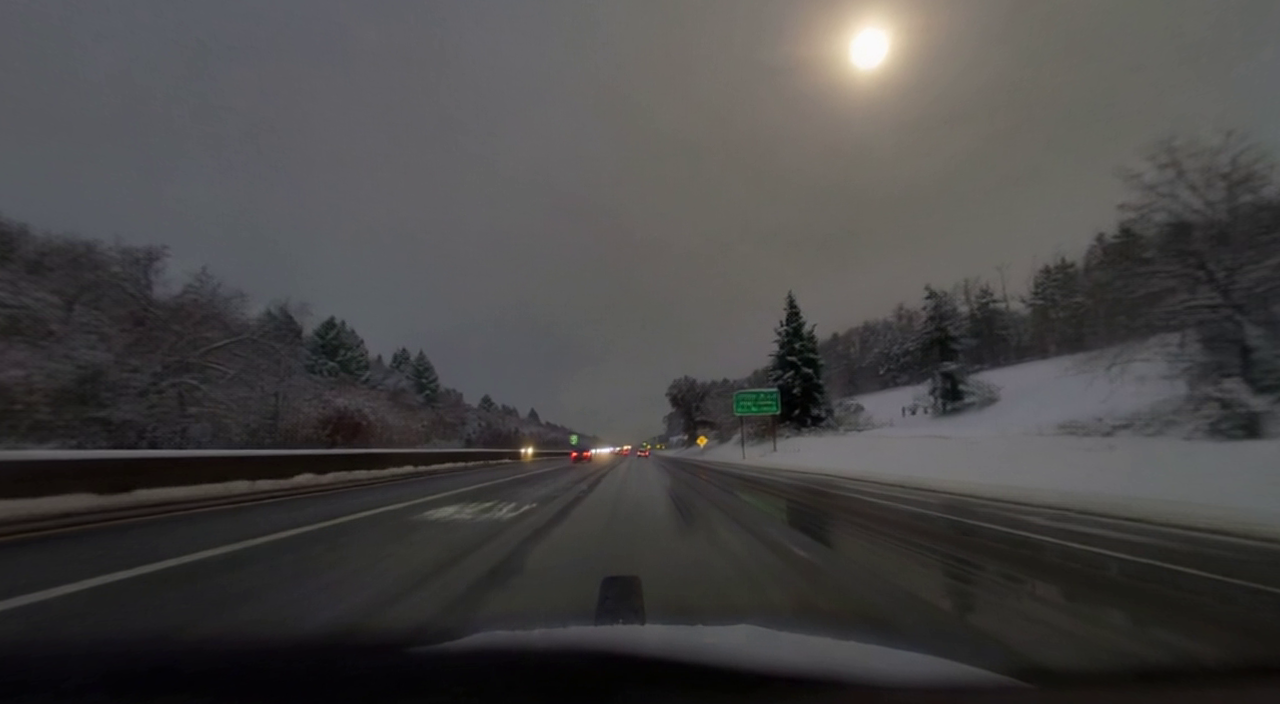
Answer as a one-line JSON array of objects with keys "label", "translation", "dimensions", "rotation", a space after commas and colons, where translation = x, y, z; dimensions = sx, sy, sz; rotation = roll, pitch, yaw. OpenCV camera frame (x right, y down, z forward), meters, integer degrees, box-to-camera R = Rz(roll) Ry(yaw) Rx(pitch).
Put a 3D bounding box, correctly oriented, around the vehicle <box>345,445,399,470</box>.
[{"label": "vehicle", "translation": [-16.295, 6.405, 38.446], "dimensions": [1.623, 1.467, 3.634], "rotation": [-1, -9, 2]}]
